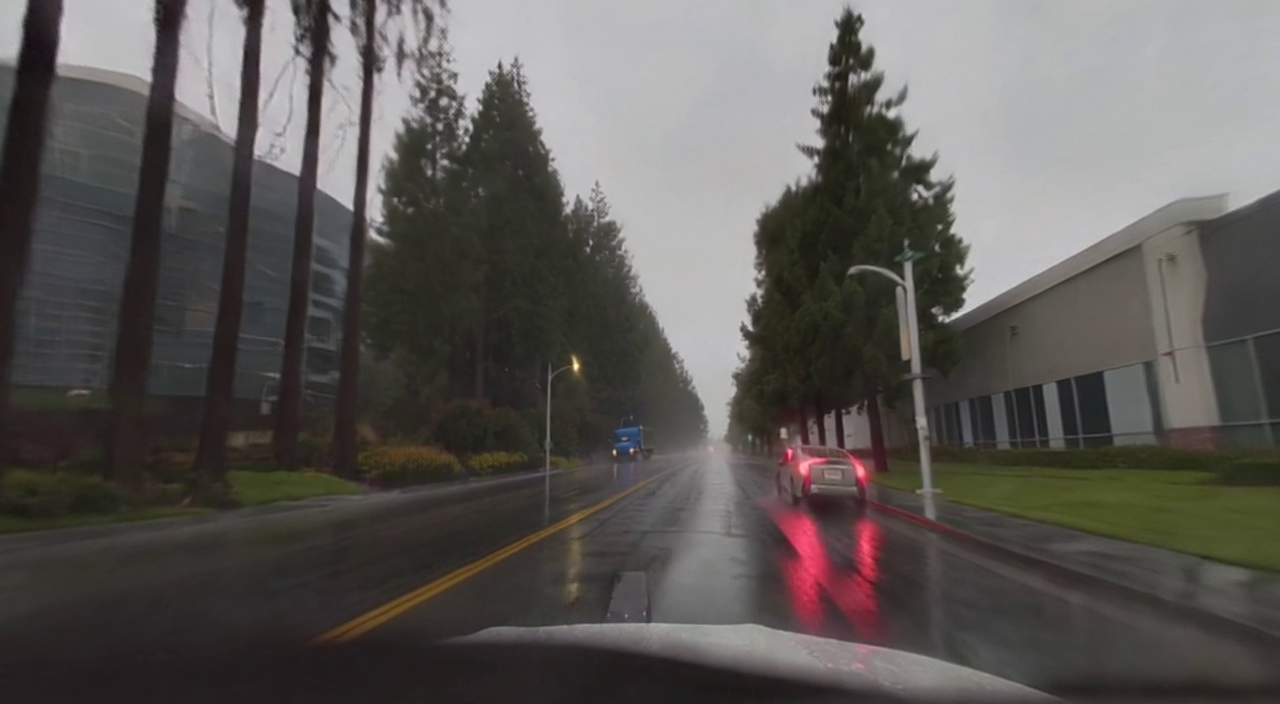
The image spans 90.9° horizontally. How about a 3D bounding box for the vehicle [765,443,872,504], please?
[{"bbox_3d":[4.959,3.437,18.232,2.098,1.509,4.389,0,-9,4],"label":"vehicle"}]
